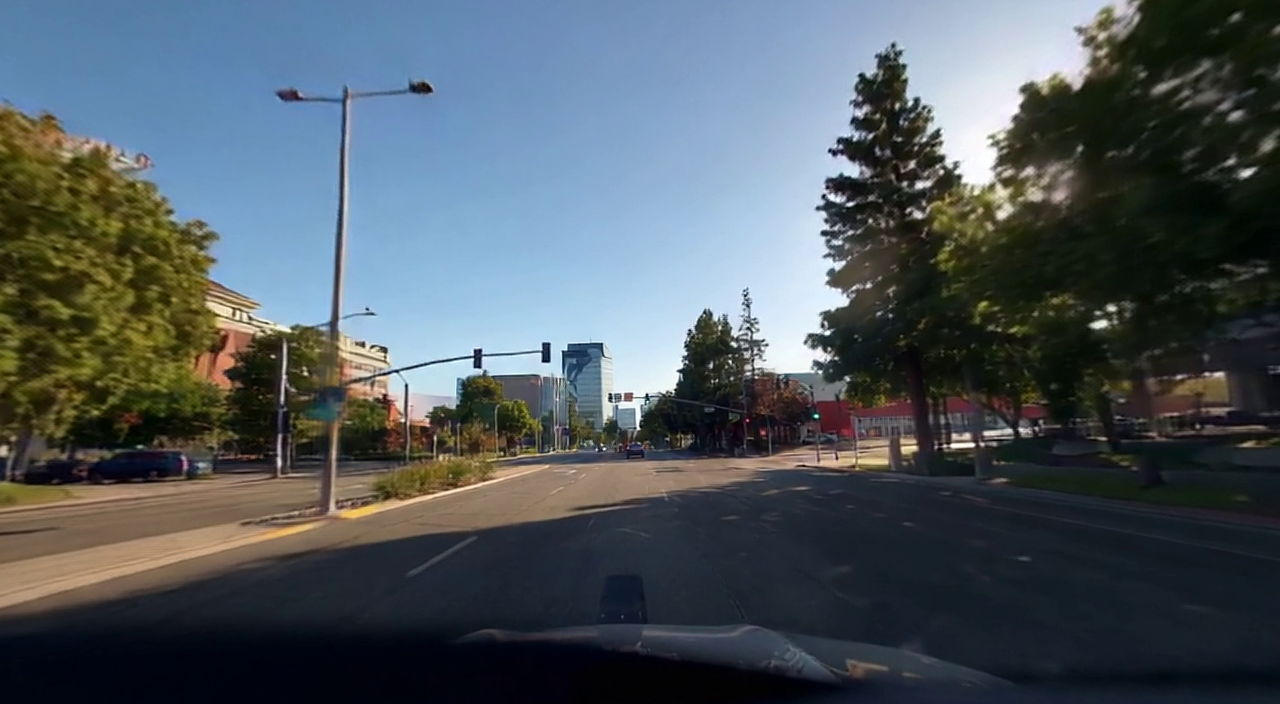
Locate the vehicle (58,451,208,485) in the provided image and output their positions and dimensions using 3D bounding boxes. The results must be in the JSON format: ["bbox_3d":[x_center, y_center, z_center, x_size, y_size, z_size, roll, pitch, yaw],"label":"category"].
[{"bbox_3d":[-29.629,6.774,37.119,6.525,1.890,2.481,0,-9,-1],"label":"vehicle"}]

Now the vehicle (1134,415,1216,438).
[{"bbox_3d":[40.038,5.607,47.343,4.388,1.651,1.918,0,-9,-2],"label":"vehicle"}]
